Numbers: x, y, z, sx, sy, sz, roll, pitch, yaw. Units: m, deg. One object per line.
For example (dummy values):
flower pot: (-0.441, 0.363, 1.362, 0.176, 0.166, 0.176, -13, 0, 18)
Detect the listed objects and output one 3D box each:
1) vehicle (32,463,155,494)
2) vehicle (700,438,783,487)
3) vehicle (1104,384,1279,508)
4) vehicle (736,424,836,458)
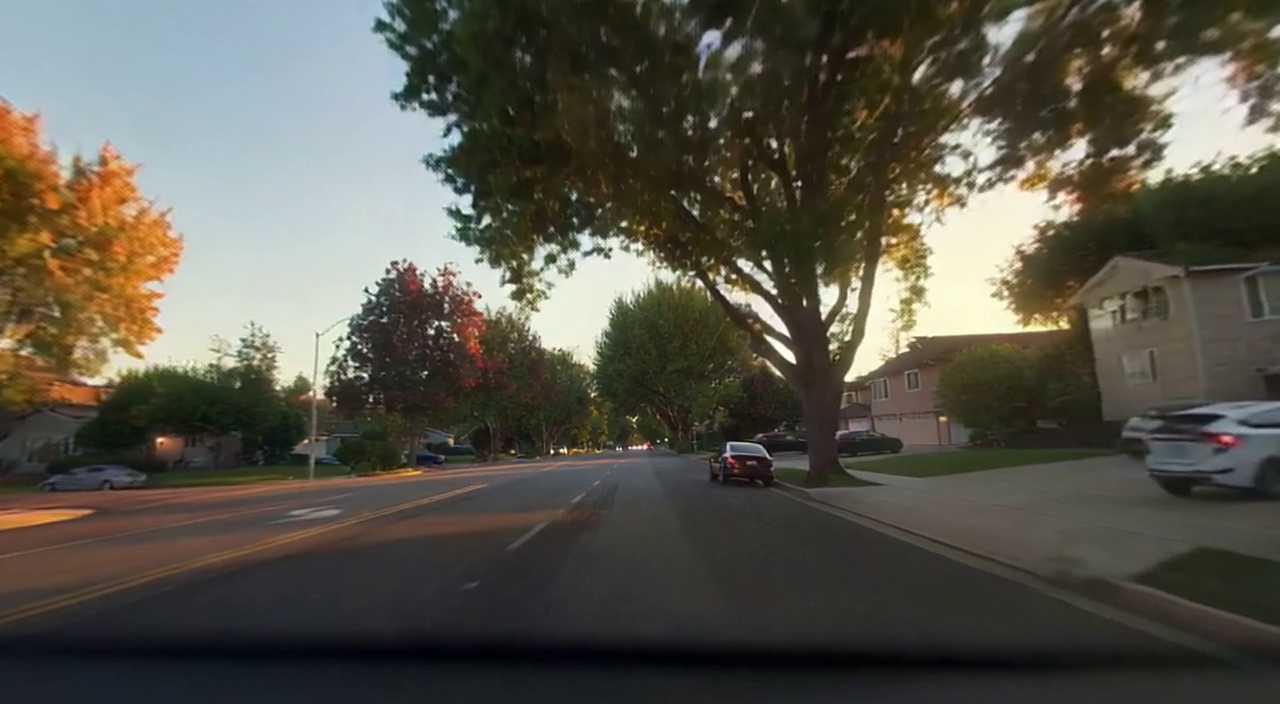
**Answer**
vehicle: (-28.533, 6.598, 33.067, 4.637, 1.448, 2.016, -1, -8, 3)
vehicle: (3.449, 3.839, 22.439, 2.037, 1.518, 4.904, 0, -8, -1)
vehicle: (9.531, 1.251, 8.887, 1.971, 1.641, 5.191, -4, -7, -1)
vehicle: (9.329, 5.790, 40.941, 5.933, 2.038, 2.382, 1, -9, 3)
